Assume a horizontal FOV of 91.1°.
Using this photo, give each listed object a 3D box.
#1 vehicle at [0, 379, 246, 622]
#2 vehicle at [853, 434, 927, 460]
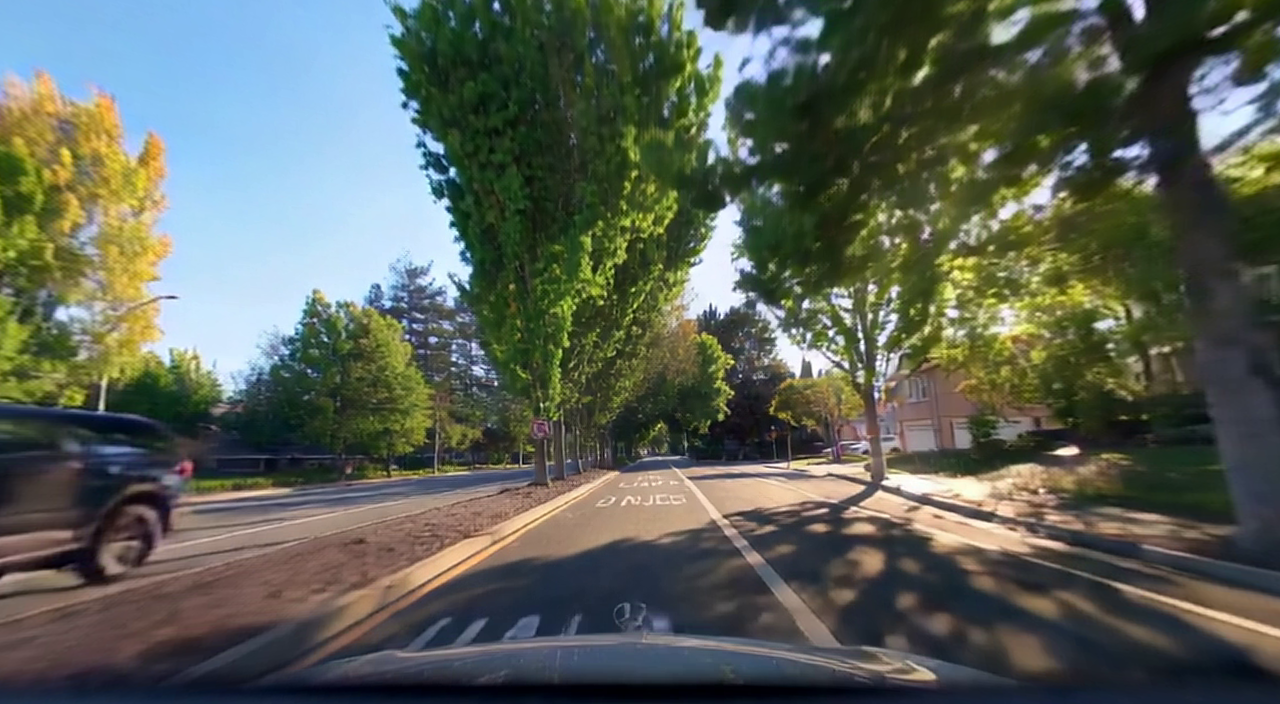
[{"bbox_3d":[-5.924,1.178,5.125,2.196,1.809,4.857,0,-8,1],"label":"vehicle"},{"bbox_3d":[18.599,7.082,46.862,4.611,1.920,2.043,0,-8,-2],"label":"vehicle"}]
